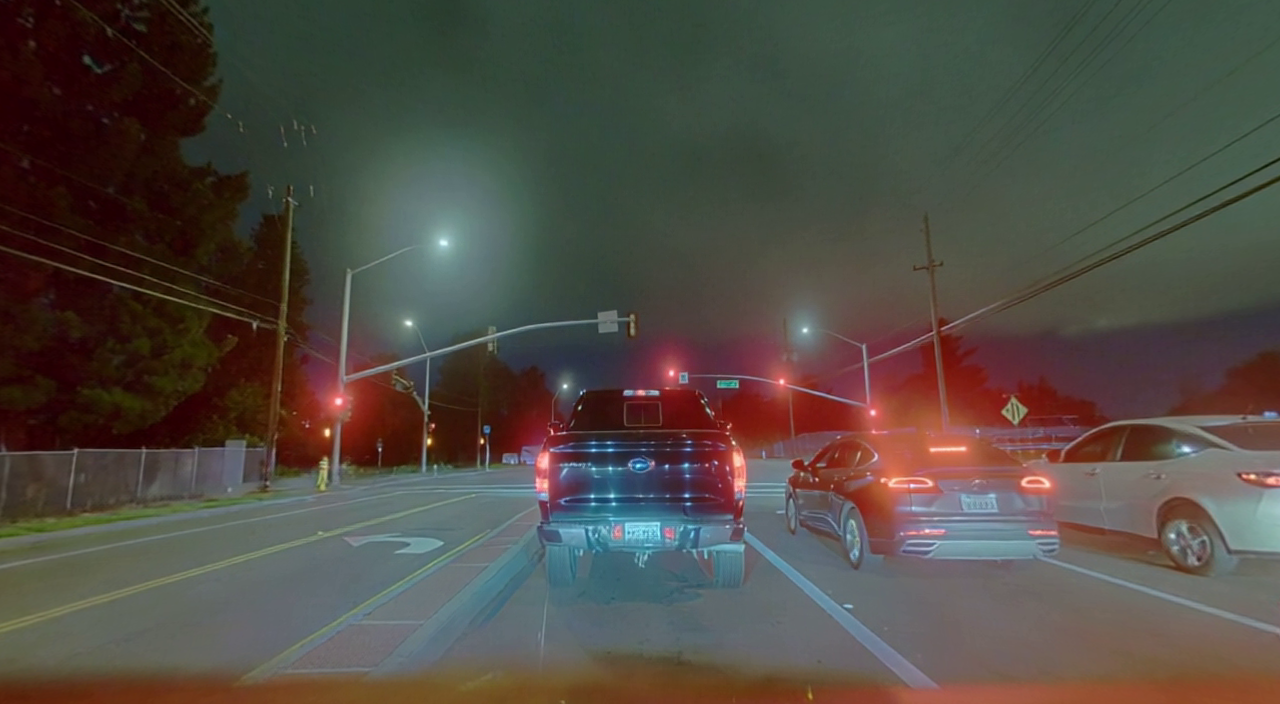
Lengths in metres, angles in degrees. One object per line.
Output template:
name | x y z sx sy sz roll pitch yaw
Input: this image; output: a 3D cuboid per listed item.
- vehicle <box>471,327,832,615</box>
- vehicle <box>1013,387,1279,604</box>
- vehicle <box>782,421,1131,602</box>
vehicle | 0.120 1.375 8.143 2.831 2.284 6.149 0 -8 1
vehicle | 6.155 1.366 6.471 1.982 1.727 4.352 0 -8 1
vehicle | 3.117 1.638 7.375 1.993 1.495 4.060 0 -8 1
